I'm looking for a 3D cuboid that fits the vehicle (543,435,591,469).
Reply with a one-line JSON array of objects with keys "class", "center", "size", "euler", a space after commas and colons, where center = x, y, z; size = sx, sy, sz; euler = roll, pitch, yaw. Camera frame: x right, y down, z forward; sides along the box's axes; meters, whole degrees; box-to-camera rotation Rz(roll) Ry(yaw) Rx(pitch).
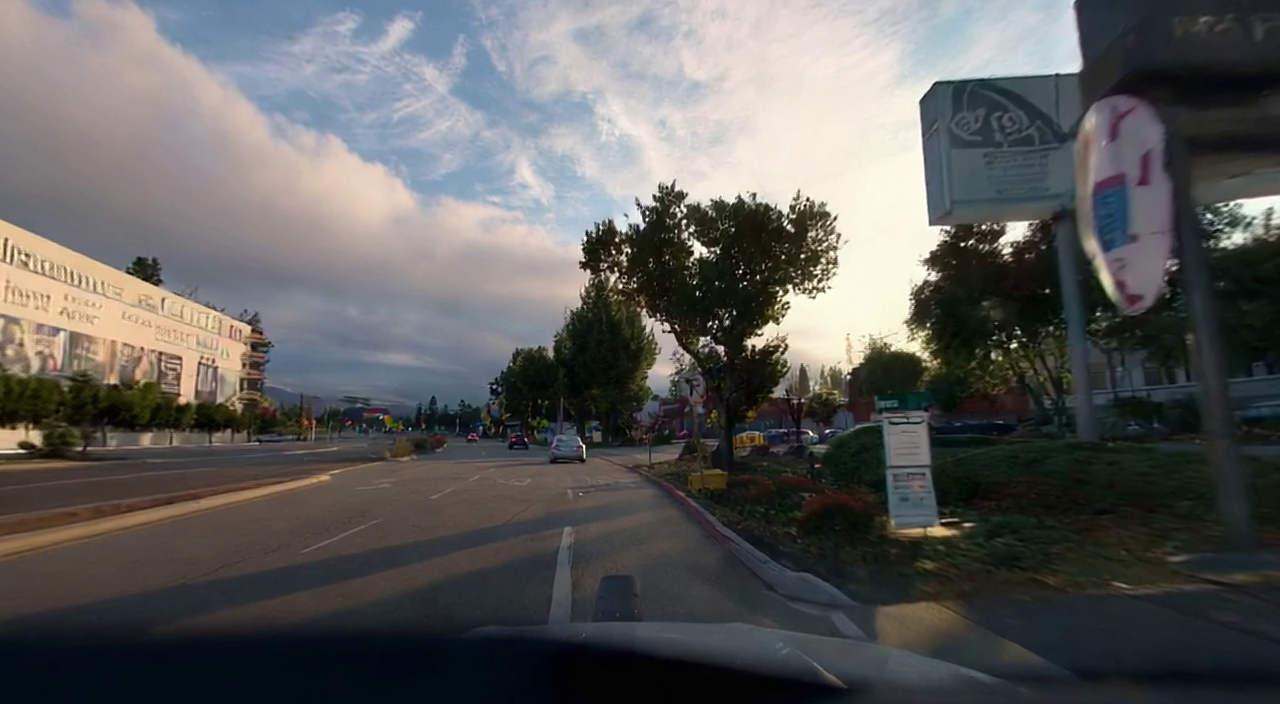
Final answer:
[{"class": "vehicle", "center": [-3.723, 4.980, 31.777], "size": [2.231, 1.572, 4.227], "euler": [1, -8, -7]}]
